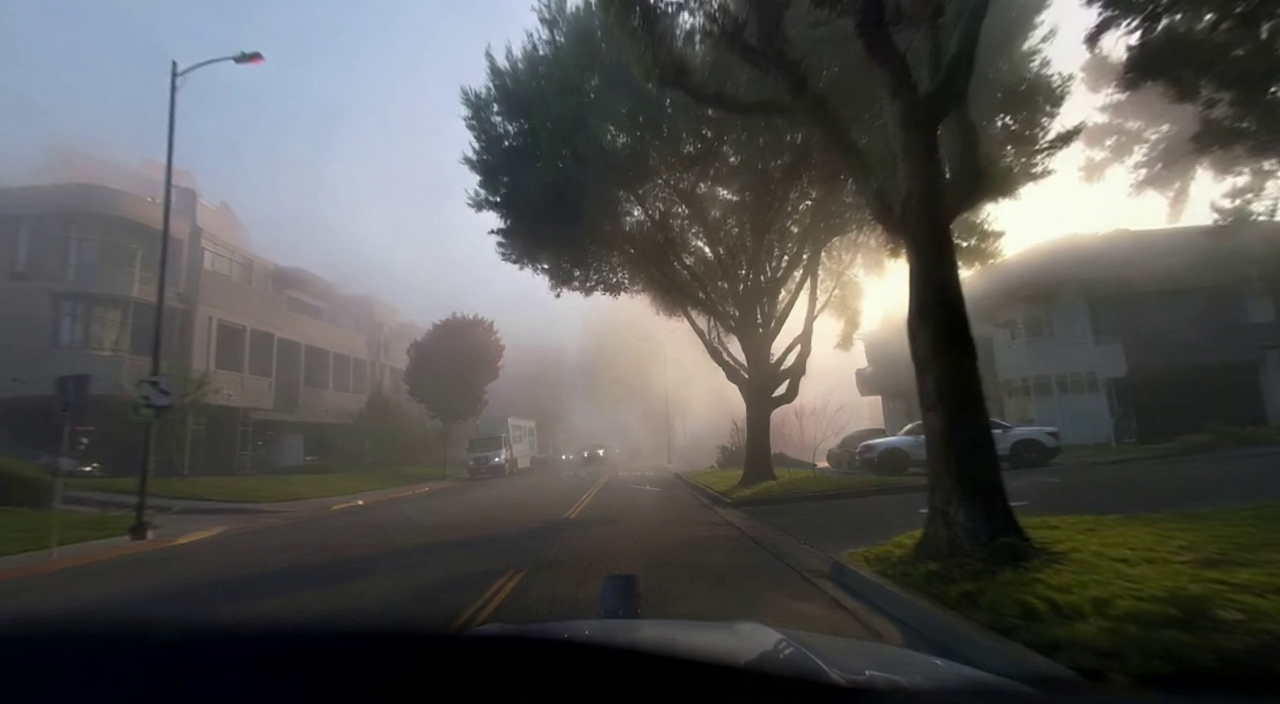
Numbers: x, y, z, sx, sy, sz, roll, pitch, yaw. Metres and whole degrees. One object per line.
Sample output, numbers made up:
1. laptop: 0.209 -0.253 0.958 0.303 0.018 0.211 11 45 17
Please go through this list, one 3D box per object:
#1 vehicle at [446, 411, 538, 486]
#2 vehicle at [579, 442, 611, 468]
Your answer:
1. vehicle: -9.040 5.889 40.171 2.986 3.768 11.697 -6 -6 -1
2. vehicle: -3.393 7.801 48.061 2.118 1.864 4.640 0 -9 -1
